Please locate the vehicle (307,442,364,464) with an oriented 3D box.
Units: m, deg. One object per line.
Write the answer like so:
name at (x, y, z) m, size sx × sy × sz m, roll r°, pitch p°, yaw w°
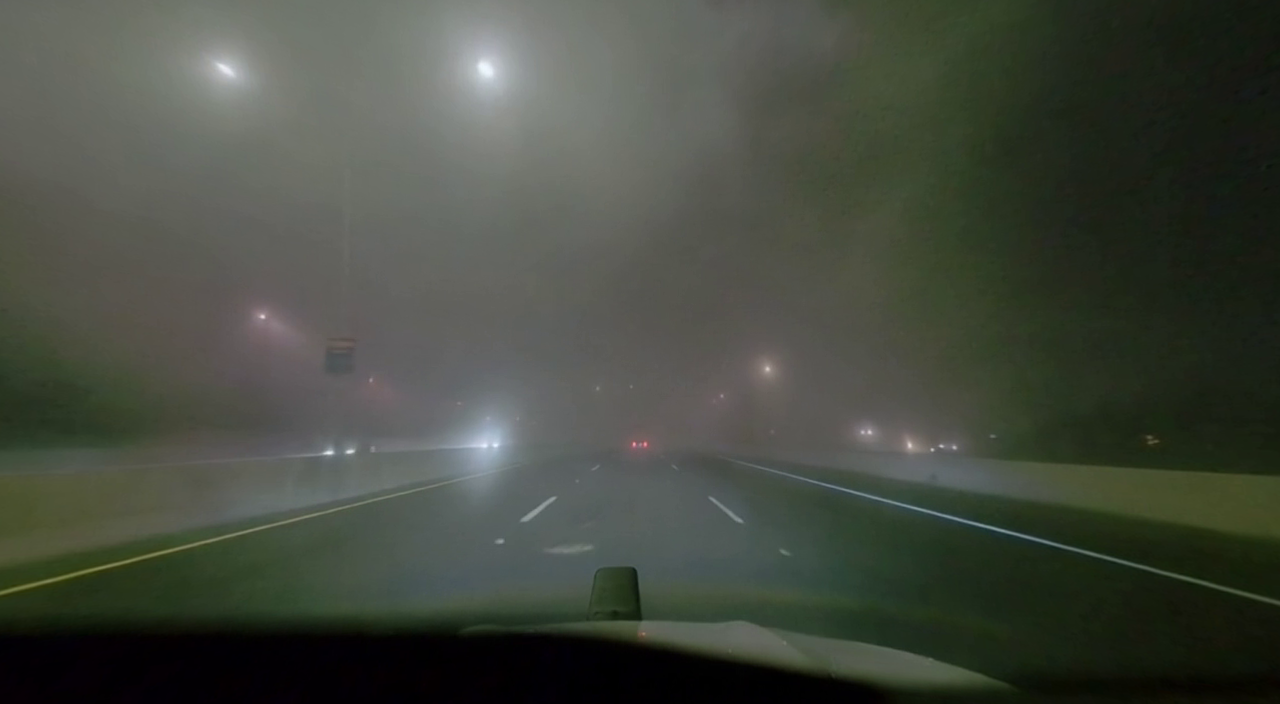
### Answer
vehicle at (-22.824, 7.579, 47.483) m, size 1.878 × 1.526 × 4.733 m, roll 0°, pitch -8°, yaw 1°
